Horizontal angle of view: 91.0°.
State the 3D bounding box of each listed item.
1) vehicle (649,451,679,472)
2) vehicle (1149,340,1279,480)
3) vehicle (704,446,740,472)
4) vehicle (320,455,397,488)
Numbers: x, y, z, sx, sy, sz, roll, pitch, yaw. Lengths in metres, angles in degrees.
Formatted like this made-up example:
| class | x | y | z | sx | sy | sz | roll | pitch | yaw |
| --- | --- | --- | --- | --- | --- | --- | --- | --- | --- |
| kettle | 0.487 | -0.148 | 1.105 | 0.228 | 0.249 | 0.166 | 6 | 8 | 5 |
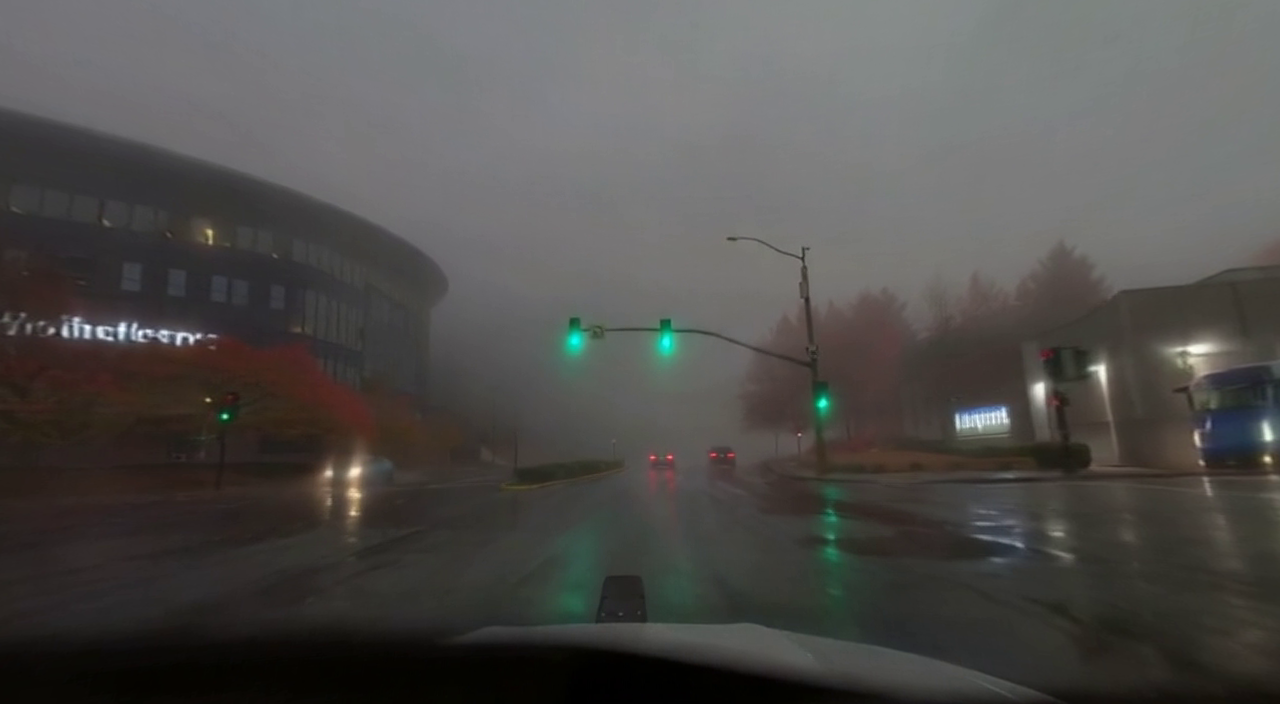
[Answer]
| class | x | y | z | sx | sy | sz | roll | pitch | yaw |
| --- | --- | --- | --- | --- | --- | --- | --- | --- | --- |
| vehicle | 1.858 | 8.359 | 48.325 | 2.014 | 1.525 | 4.197 | -1 | -9 | 6 |
| vehicle | 20.937 | 1.632 | 17.044 | 10.893 | 3.534 | 3.195 | -1 | -9 | 4 |
| vehicle | 5.748 | 7.553 | 44.666 | 2.174 | 1.749 | 4.739 | 0 | -9 | 3 |
| vehicle | -14.640 | 6.226 | 33.005 | 1.904 | 1.582 | 4.111 | -1 | -9 | 4 |
